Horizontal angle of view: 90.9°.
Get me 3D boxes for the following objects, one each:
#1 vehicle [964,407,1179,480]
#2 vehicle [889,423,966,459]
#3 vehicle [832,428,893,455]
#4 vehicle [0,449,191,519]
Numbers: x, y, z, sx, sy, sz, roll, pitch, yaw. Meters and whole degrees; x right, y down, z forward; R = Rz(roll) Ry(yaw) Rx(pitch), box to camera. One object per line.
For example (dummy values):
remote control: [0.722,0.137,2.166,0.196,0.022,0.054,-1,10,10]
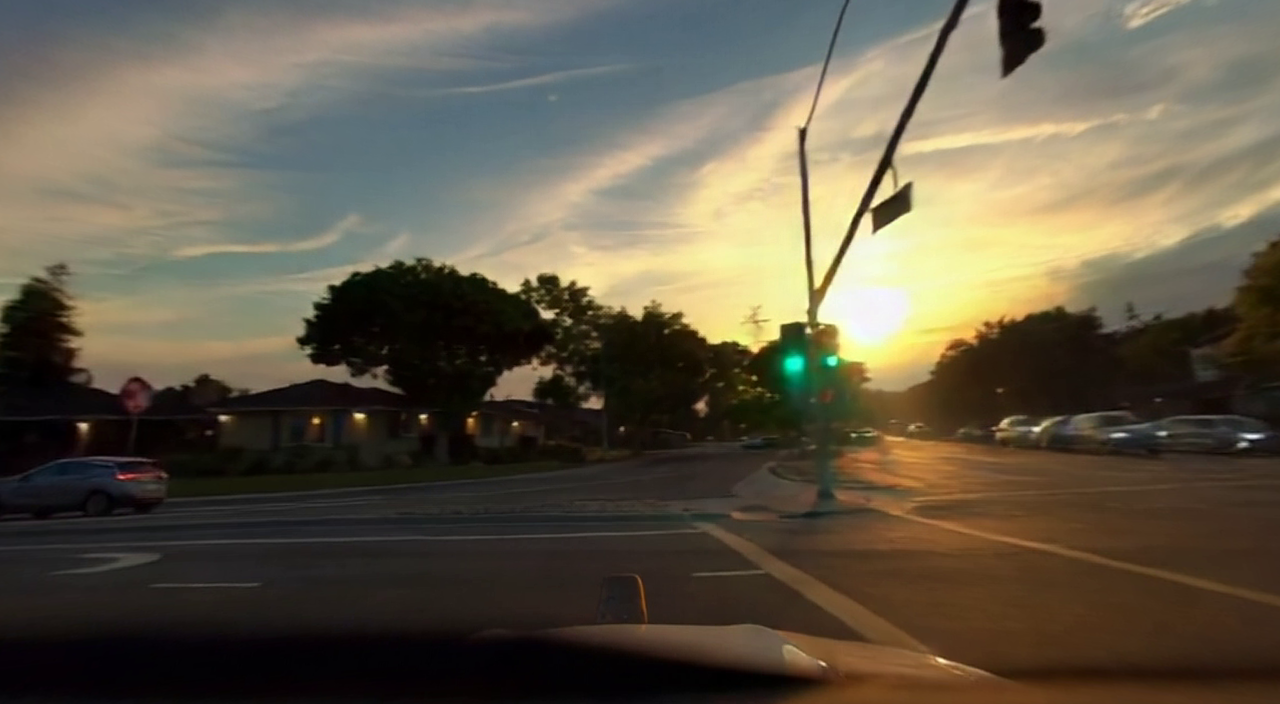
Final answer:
vehicle: [12.886,2.845,19.544,2.226,1.897,5.874,0,-9,-3]
vehicle: [15.929,5.000,35.242,1.963,1.850,4.651,0,-9,-2]
vehicle: [14.954,6.087,42.698,2.159,1.734,4.462,1,-9,-6]
vehicle: [-16.286,3.728,18.184,4.995,1.798,2.102,4,-10,-26]
